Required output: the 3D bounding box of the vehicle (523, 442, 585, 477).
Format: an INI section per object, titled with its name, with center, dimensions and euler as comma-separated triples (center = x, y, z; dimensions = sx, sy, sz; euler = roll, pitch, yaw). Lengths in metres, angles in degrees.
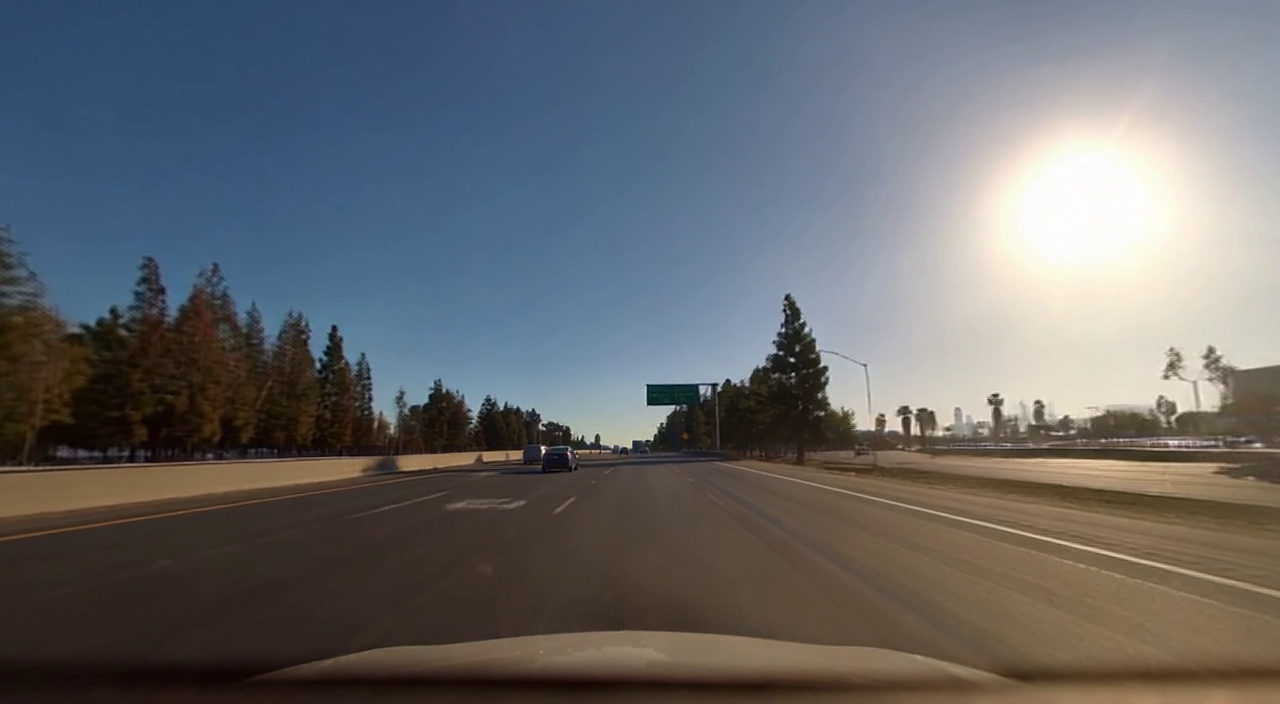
[vehicle]
center = -3.754, 4.755, 28.221
dimensions = 2.128, 1.450, 4.078
euler = 0, -8, 1
